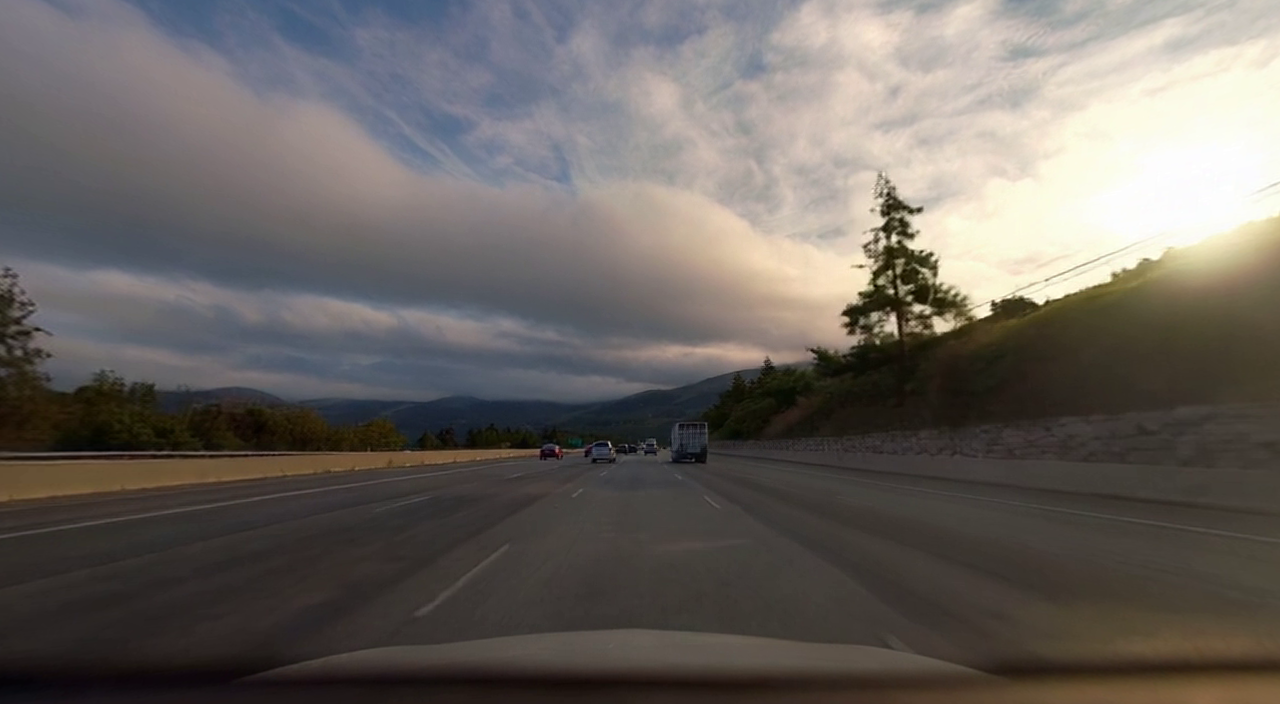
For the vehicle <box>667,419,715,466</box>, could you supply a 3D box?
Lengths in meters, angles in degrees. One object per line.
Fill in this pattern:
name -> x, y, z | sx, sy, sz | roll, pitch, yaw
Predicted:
vehicle -> 3.621, 6.729, 46.807 | 2.795, 3.187, 7.205 | 0, -8, -1
